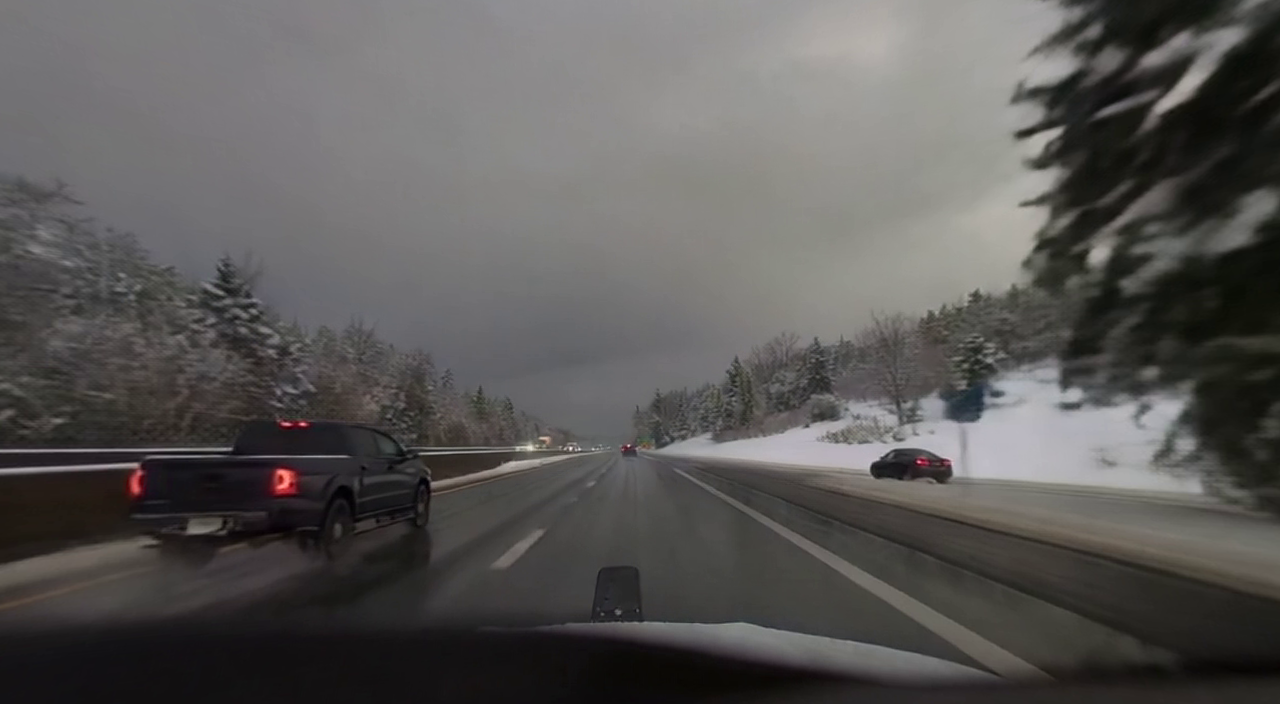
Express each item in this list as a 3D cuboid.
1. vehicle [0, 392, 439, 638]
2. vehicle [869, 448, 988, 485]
[{"bbox_3d":[-3.951,1.493,6.734,2.111,1.717,4.426,0,-9,0],"label":"vehicle"},{"bbox_3d":[13.412,5.324,29.599,2.117,1.558,4.736,4,-10,-26],"label":"vehicle"}]
